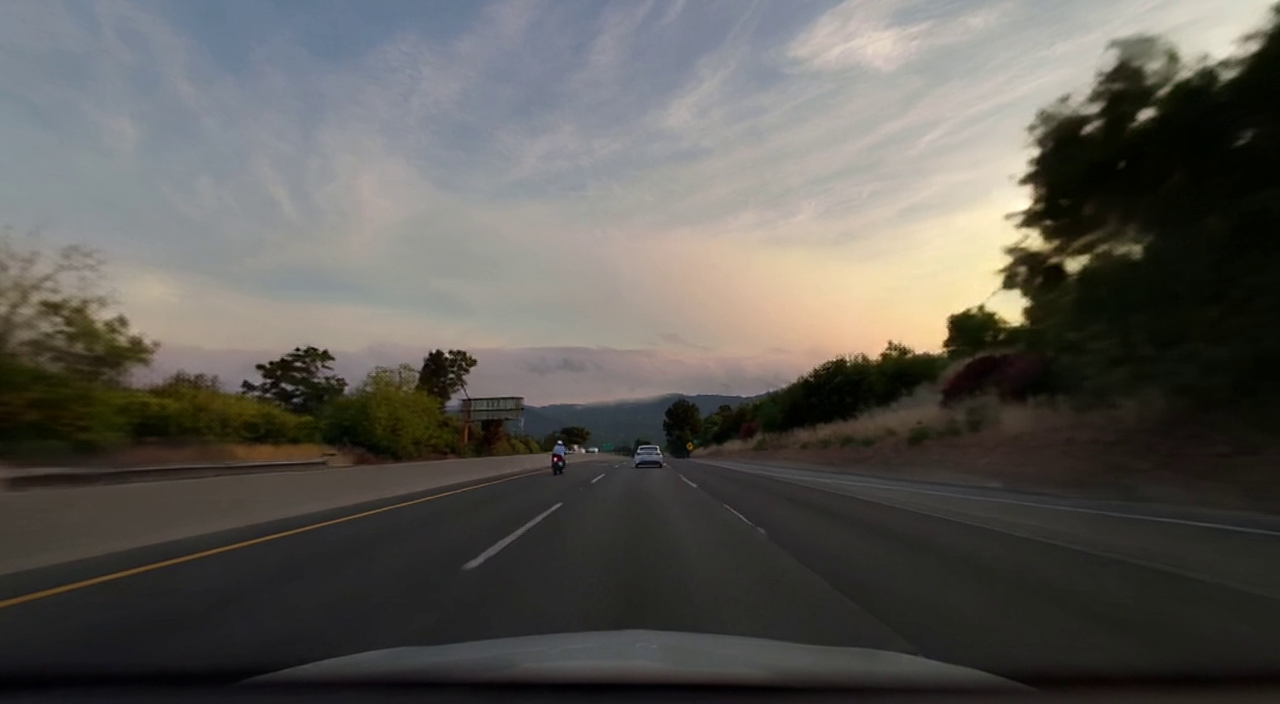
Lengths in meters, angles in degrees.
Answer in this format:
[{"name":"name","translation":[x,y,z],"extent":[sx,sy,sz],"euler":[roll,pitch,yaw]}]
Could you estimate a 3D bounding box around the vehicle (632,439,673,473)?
[{"name":"vehicle","translation":[0.714,6.026,36.622],"extent":[2.247,1.825,4.036],"euler":[0,-9,1]}]
